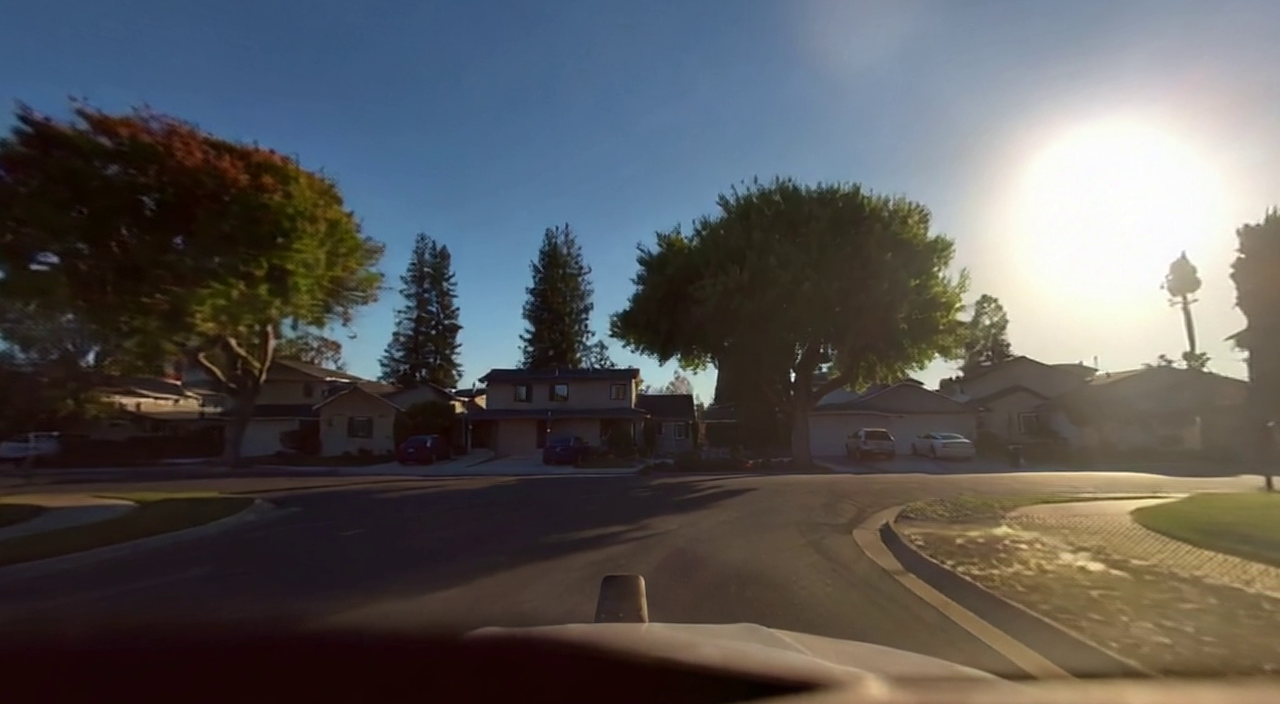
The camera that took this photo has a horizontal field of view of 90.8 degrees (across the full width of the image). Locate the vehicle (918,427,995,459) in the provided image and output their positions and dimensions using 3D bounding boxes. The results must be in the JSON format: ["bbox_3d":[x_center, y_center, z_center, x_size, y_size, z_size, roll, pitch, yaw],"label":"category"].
[{"bbox_3d":[16.661,4.826,33.523,1.873,1.556,4.216,0,-9,-1],"label":"vehicle"}]

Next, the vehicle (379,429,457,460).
[{"bbox_3d":[-13.198,5.539,37.892,1.942,1.700,4.478,-3,-9,20],"label":"vehicle"}]

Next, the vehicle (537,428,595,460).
[{"bbox_3d":[-4.010,5.117,34.982,1.942,1.651,4.655,-2,-9,10],"label":"vehicle"}]

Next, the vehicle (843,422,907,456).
[{"bbox_3d":[12.784,4.814,34.665,1.937,1.731,4.179,0,-8,1],"label":"vehicle"}]
